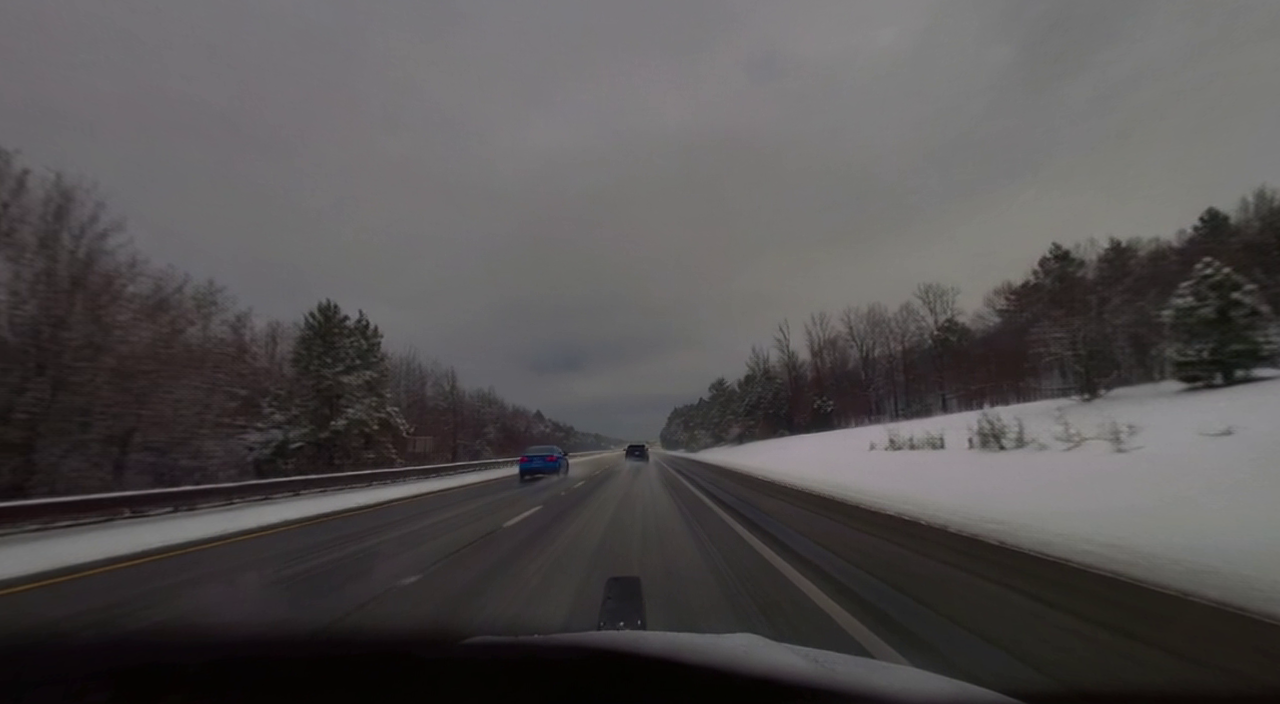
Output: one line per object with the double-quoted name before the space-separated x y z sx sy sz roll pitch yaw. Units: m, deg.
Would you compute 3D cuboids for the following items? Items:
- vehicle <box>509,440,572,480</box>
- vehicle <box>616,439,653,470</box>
"vehicle" -4.394 4.860 28.476 2.113 1.656 4.215 0 -9 1
"vehicle" -0.332 6.289 38.767 2.126 1.786 3.958 0 -9 0
